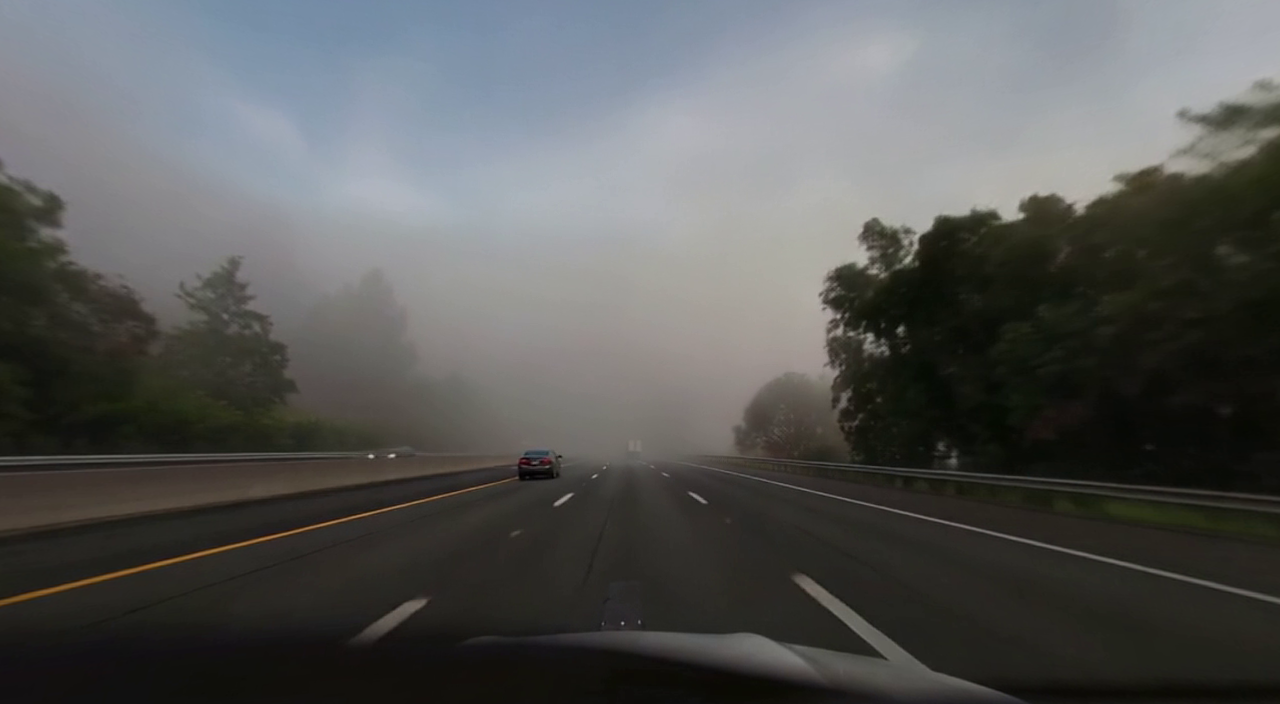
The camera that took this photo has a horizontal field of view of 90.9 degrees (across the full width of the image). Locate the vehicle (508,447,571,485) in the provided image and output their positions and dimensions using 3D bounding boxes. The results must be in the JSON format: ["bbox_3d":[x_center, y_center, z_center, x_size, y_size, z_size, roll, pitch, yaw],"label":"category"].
[{"bbox_3d":[-4.251,4.901,27.415,2.022,1.513,4.613,0,-9,0],"label":"vehicle"}]
